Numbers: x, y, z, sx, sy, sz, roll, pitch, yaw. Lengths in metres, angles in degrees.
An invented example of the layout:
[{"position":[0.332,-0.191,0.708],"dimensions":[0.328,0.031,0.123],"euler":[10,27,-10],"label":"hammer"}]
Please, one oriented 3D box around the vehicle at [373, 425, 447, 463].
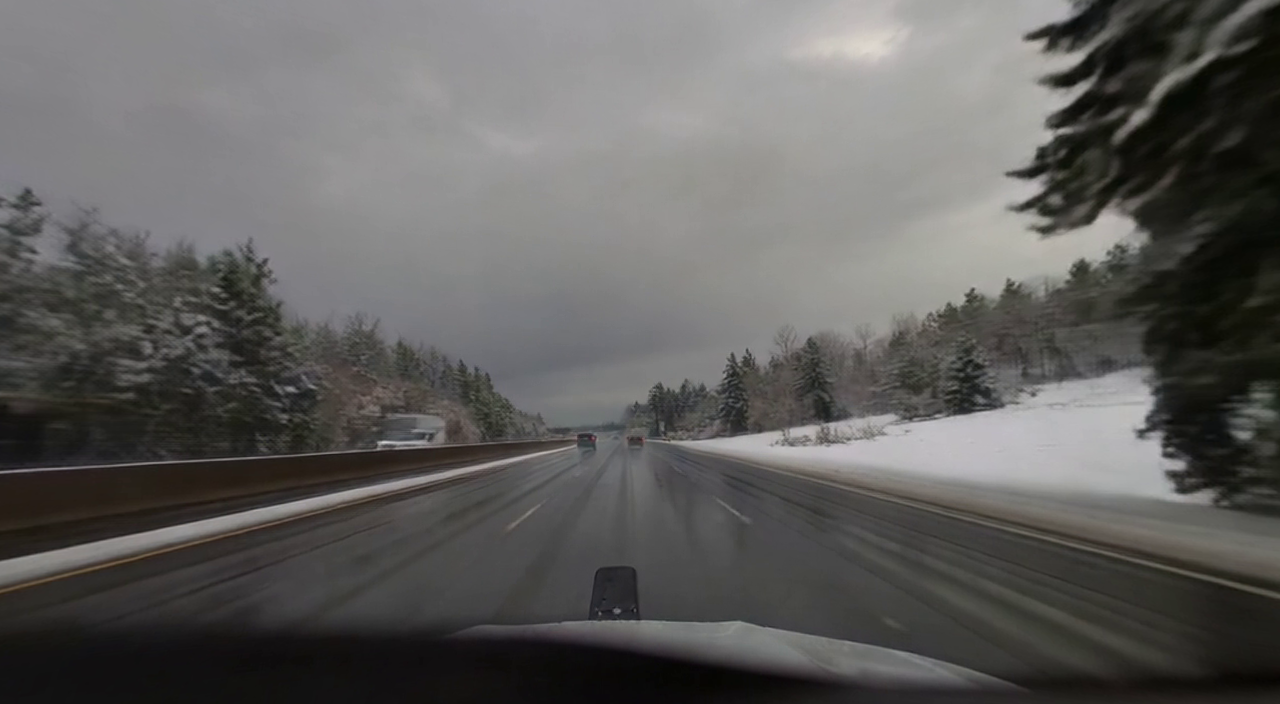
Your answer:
[{"position":[-12.512,5.048,34.692],"dimensions":[2.263,1.899,4.853],"euler":[0,-8,-1],"label":"vehicle"}]
